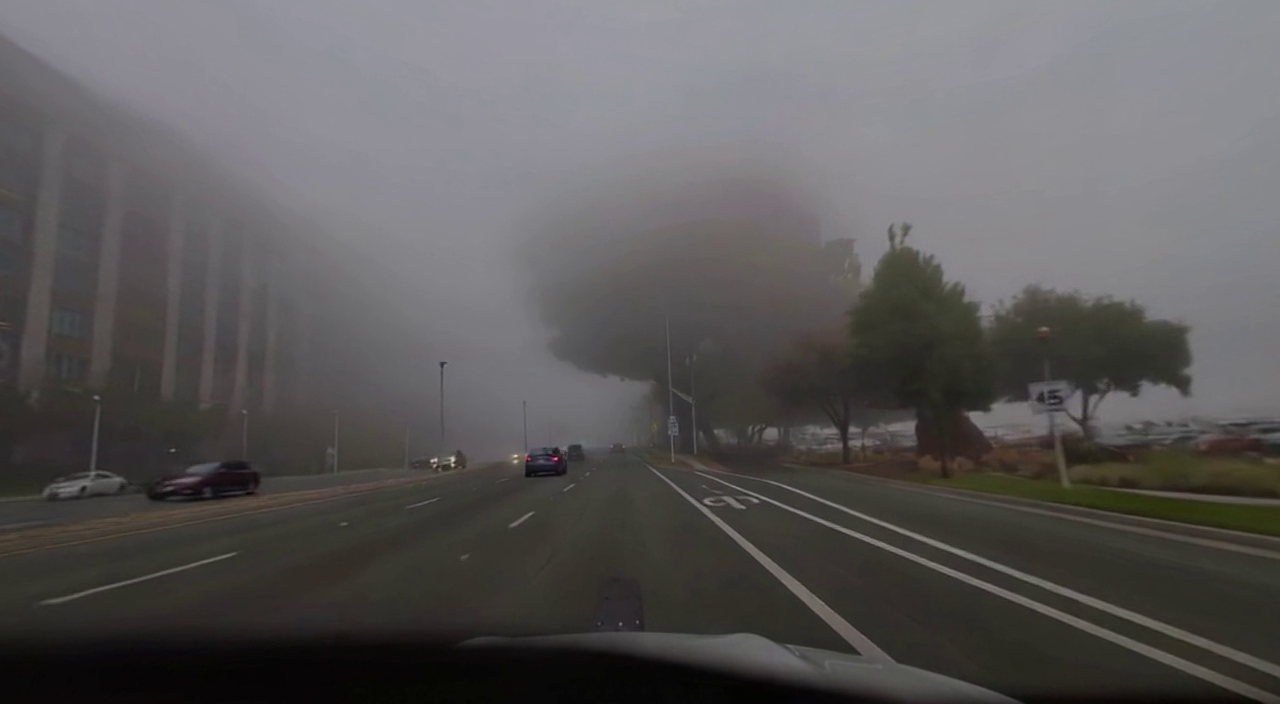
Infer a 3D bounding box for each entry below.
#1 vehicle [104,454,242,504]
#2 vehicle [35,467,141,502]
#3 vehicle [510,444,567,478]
[{"bbox_3d":[-18.184,4.930,24.920,1.951,1.679,4.463,0,-8,1],"label":"vehicle"},{"bbox_3d":[-30.593,7.329,35.213,2.051,1.598,4.439,0,-8,-4],"label":"vehicle"},{"bbox_3d":[-4.673,5.062,29.751,2.025,1.474,4.292,0,-8,-1],"label":"vehicle"}]
